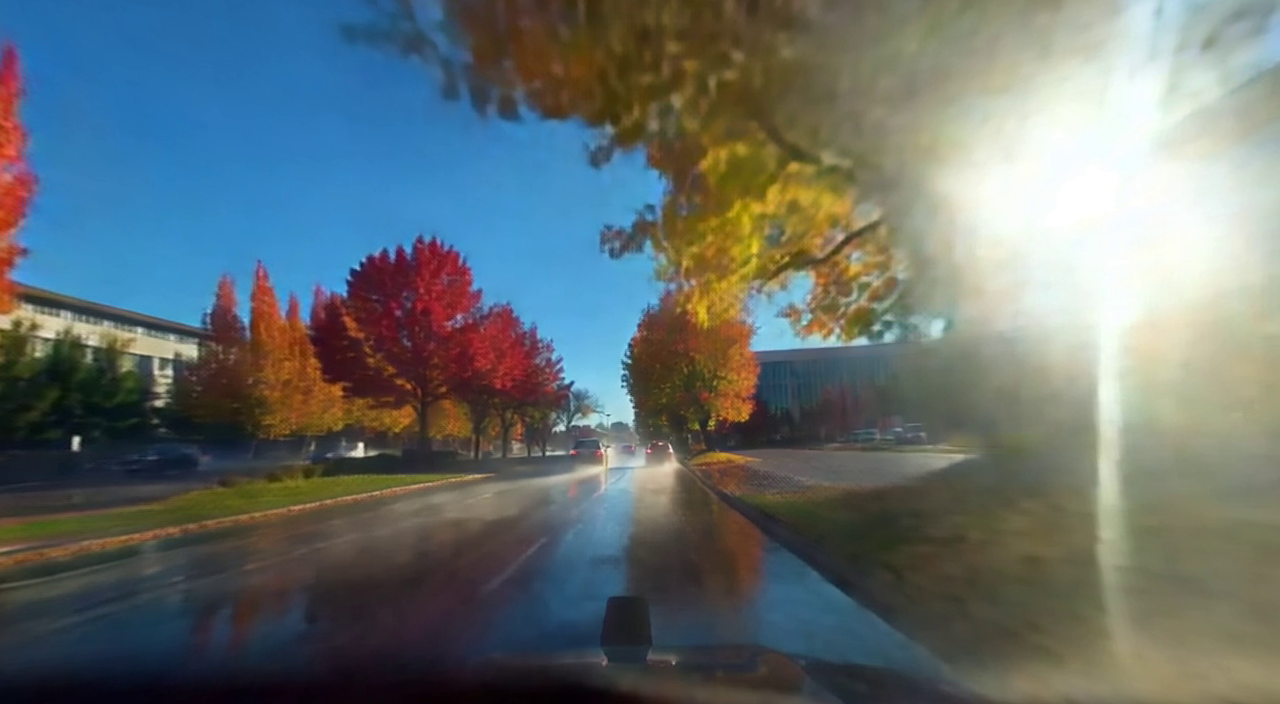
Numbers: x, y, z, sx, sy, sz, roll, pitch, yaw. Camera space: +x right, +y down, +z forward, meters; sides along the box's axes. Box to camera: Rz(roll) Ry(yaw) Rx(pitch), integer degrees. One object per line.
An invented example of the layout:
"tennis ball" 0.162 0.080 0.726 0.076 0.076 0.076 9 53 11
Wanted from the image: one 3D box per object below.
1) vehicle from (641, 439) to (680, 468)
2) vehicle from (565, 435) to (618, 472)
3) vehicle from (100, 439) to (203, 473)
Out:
"vehicle" 1.094 5.518 34.331 2.040 1.493 3.682 0 -8 1
"vehicle" -2.331 4.995 31.264 2.197 1.709 4.069 0 -8 2
"vehicle" -29.928 6.356 38.826 2.010 1.915 5.100 -1 -8 3
